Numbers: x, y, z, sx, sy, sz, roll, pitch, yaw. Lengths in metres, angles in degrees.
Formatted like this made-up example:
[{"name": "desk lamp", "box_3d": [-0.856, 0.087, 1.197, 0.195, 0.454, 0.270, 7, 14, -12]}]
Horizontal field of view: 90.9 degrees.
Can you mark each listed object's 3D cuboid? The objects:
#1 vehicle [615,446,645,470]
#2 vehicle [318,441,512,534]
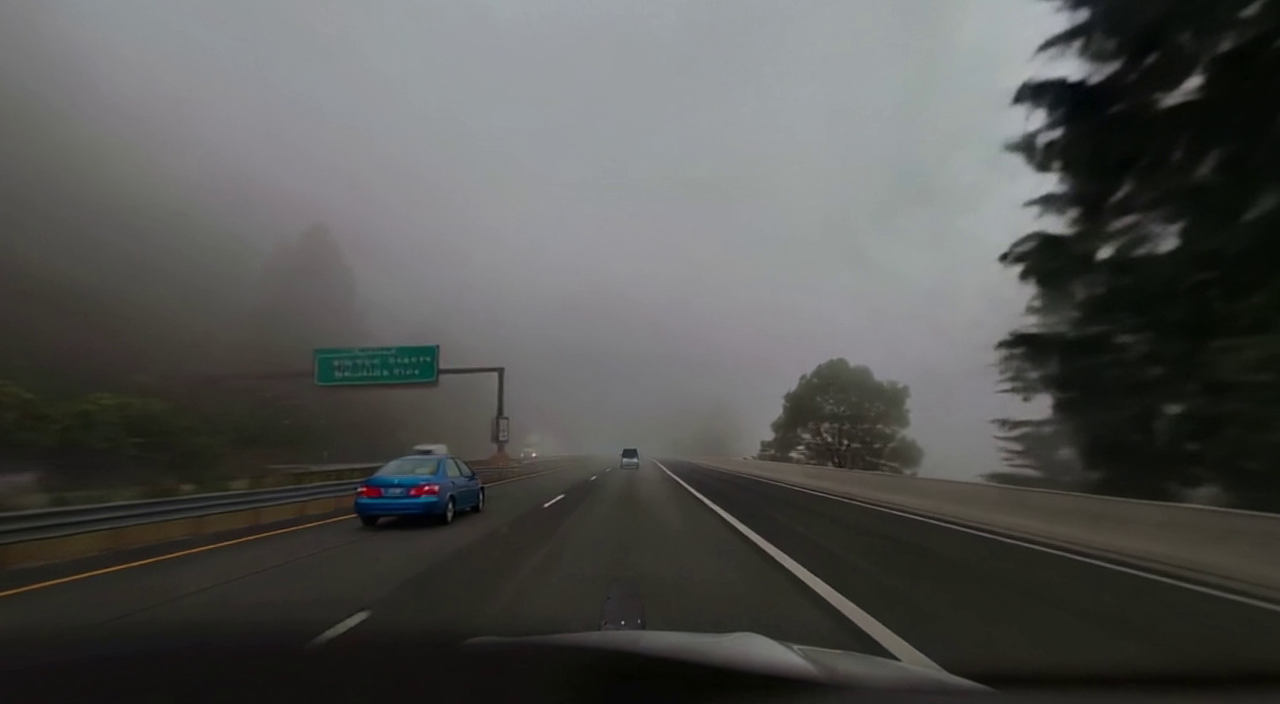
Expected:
[{"name": "vehicle", "box_3d": [-0.638, 7.485, 44.695, 2.011, 1.590, 3.607, 0, -9, 1]}, {"name": "vehicle", "box_3d": [-4.134, 2.555, 12.589, 2.157, 1.483, 4.601, 0, -9, 0]}]
